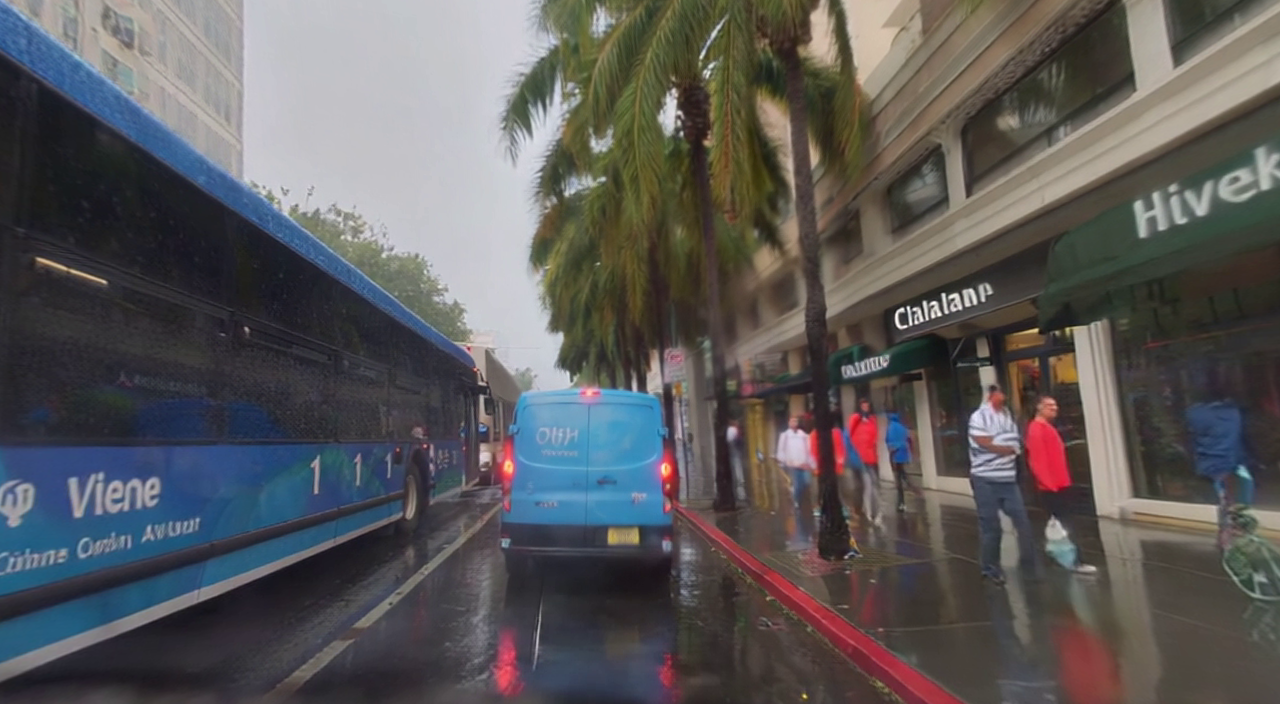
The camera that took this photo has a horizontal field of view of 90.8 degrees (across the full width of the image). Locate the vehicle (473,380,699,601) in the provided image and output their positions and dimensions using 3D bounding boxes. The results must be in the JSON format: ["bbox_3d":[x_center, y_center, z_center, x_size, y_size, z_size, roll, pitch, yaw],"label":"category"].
[{"bbox_3d":[-0.794,1.524,7.789,2.002,1.907,4.211,1,-9,-9],"label":"vehicle"}]

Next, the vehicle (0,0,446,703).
[{"bbox_3d":[-3.764,0.173,3.087,2.863,3.233,11.573,1,-8,-5],"label":"vehicle"}]
